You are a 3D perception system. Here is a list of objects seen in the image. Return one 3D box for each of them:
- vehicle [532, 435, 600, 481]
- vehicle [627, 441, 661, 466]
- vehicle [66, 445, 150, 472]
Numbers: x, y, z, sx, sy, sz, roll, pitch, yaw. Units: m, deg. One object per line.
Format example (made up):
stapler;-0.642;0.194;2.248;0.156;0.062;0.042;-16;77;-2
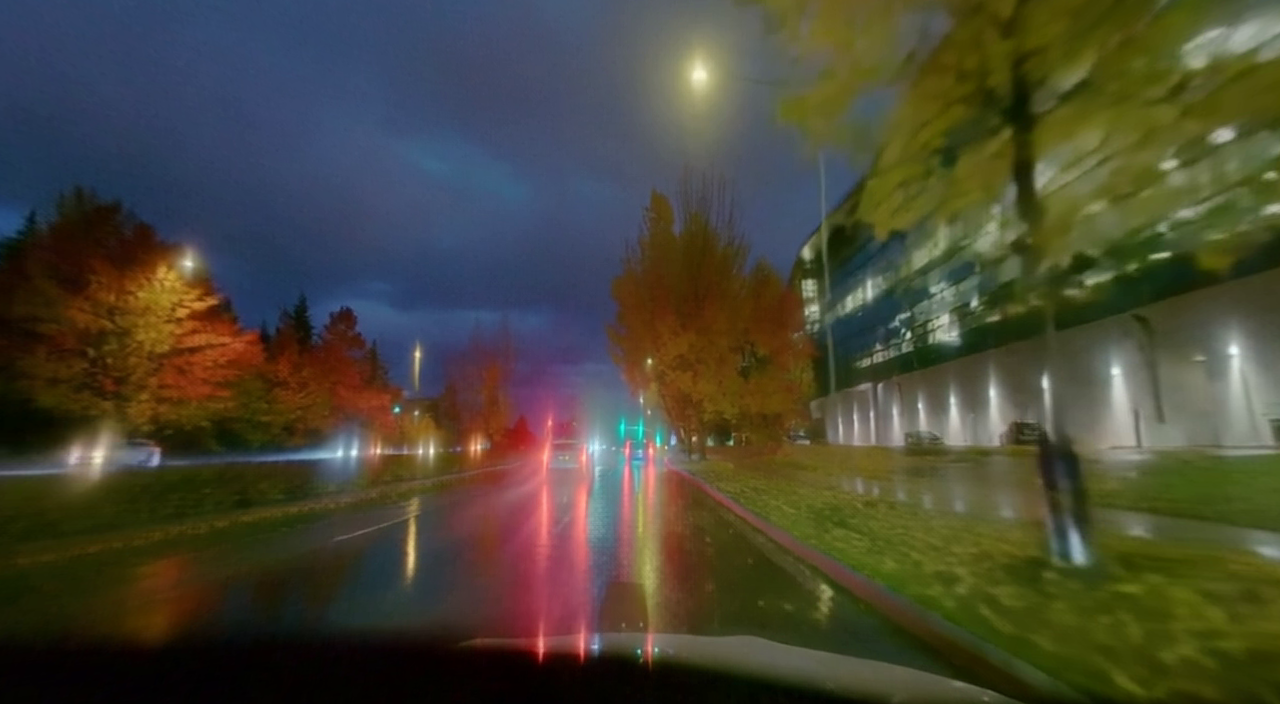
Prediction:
vehicle;-2.909;4.275;25.752;2.197;1.709;4.069;0;-8;1
vehicle;0.240;6.371;39.658;2.040;1.493;3.682;0;-8;-1
vehicle;-33.917;6.775;40.286;1.765;1.618;4.071;0;-8;1
